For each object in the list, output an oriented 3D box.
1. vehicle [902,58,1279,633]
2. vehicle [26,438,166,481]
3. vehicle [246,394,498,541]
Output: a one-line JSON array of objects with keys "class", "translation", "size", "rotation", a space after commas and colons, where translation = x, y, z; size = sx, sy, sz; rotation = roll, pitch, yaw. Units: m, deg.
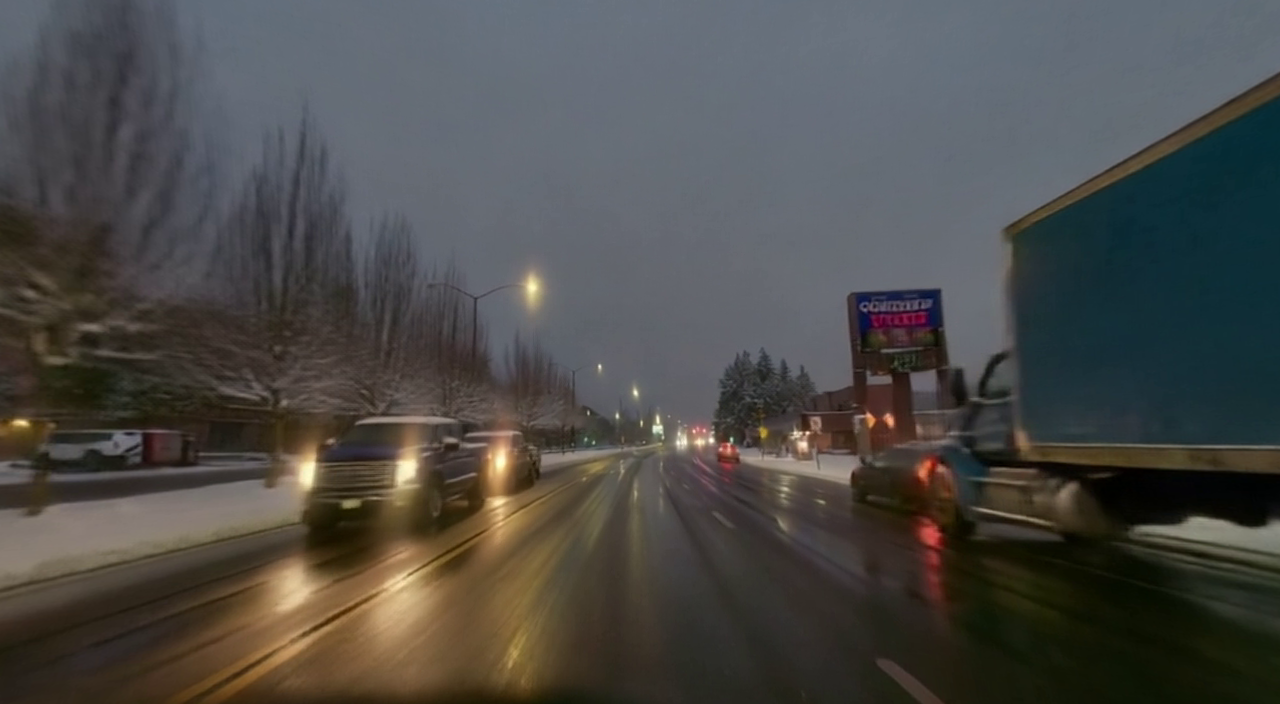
[{"class": "vehicle", "translation": [6.092, 0.210, 6.285], "size": [2.981, 4.106, 8.794], "rotation": [0, -9, -1]}, {"class": "vehicle", "translation": [-28.966, 5.814, 33.916], "size": [5.368, 2.121, 1.960], "rotation": [8, -13, -37]}, {"class": "vehicle", "translation": [-4.458, 2.065, 11.940], "size": [2.270, 2.068, 5.865], "rotation": [0, -9, -1]}]
